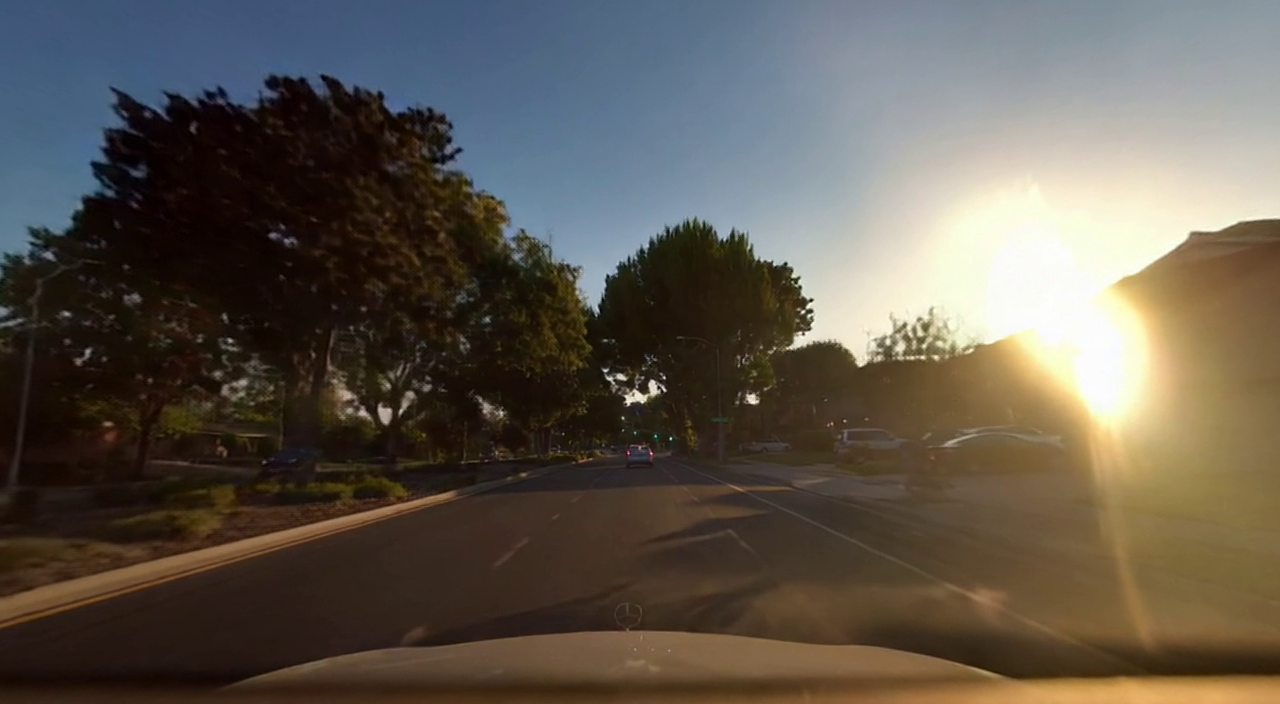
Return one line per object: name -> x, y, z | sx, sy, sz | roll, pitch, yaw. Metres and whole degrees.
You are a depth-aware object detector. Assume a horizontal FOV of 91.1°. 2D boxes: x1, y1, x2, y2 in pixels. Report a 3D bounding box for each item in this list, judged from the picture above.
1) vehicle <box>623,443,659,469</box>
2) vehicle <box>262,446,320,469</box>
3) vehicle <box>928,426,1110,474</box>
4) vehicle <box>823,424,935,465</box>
vehicle -> 0.047, 6.220, 37.831 | 2.054, 1.456, 4.003 | 0, -8, 0
vehicle -> -24.023, 7.252, 43.379 | 1.892, 1.455, 3.564 | 0, -8, 1
vehicle -> 12.503, 3.267, 20.965 | 4.787, 1.494, 1.887 | 0, -8, 1
vehicle -> 12.264, 4.801, 32.449 | 4.923, 2.019, 1.985 | 0, -9, 2
